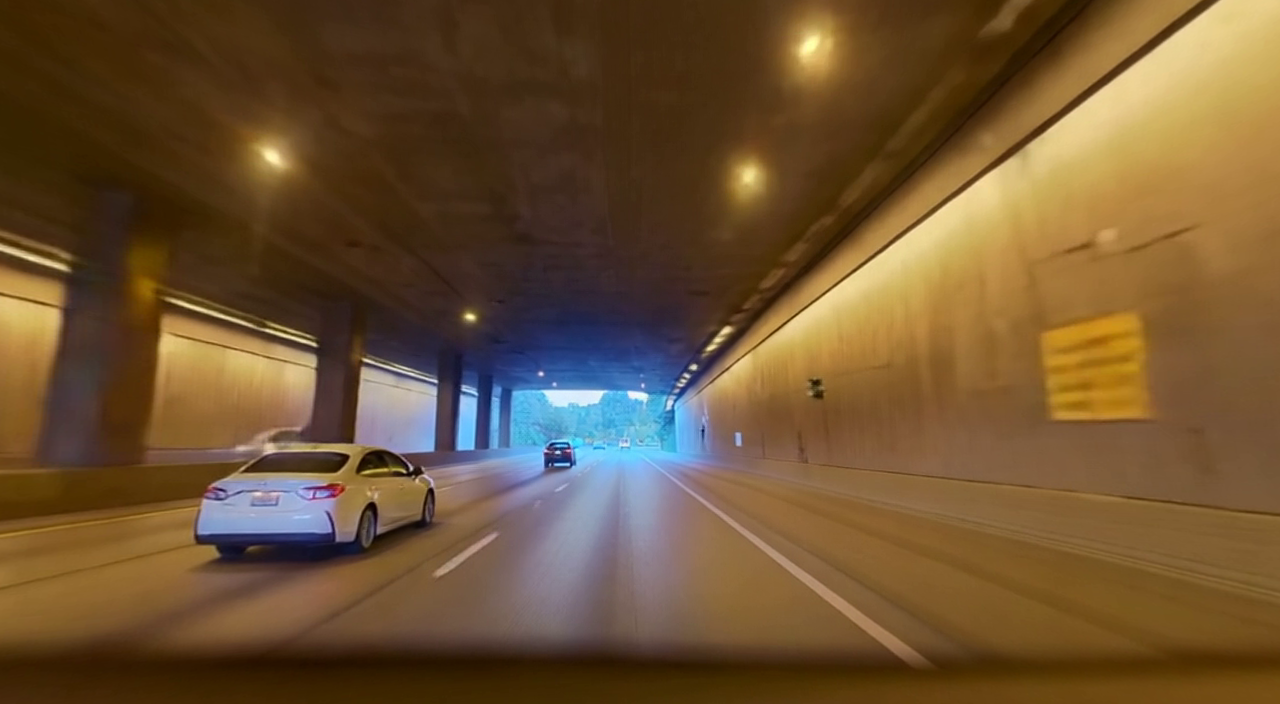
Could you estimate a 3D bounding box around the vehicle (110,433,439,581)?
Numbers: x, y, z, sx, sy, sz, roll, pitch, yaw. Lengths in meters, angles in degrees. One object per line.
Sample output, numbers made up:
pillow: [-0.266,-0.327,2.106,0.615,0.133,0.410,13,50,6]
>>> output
vehicle: [-4.278,1.831,8.358,1.885,1.424,4.230,0,-8,-1]

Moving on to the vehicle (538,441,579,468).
vehicle: [-4.738,6.011,37.200,1.973,1.474,4.199,0,-8,-1]
